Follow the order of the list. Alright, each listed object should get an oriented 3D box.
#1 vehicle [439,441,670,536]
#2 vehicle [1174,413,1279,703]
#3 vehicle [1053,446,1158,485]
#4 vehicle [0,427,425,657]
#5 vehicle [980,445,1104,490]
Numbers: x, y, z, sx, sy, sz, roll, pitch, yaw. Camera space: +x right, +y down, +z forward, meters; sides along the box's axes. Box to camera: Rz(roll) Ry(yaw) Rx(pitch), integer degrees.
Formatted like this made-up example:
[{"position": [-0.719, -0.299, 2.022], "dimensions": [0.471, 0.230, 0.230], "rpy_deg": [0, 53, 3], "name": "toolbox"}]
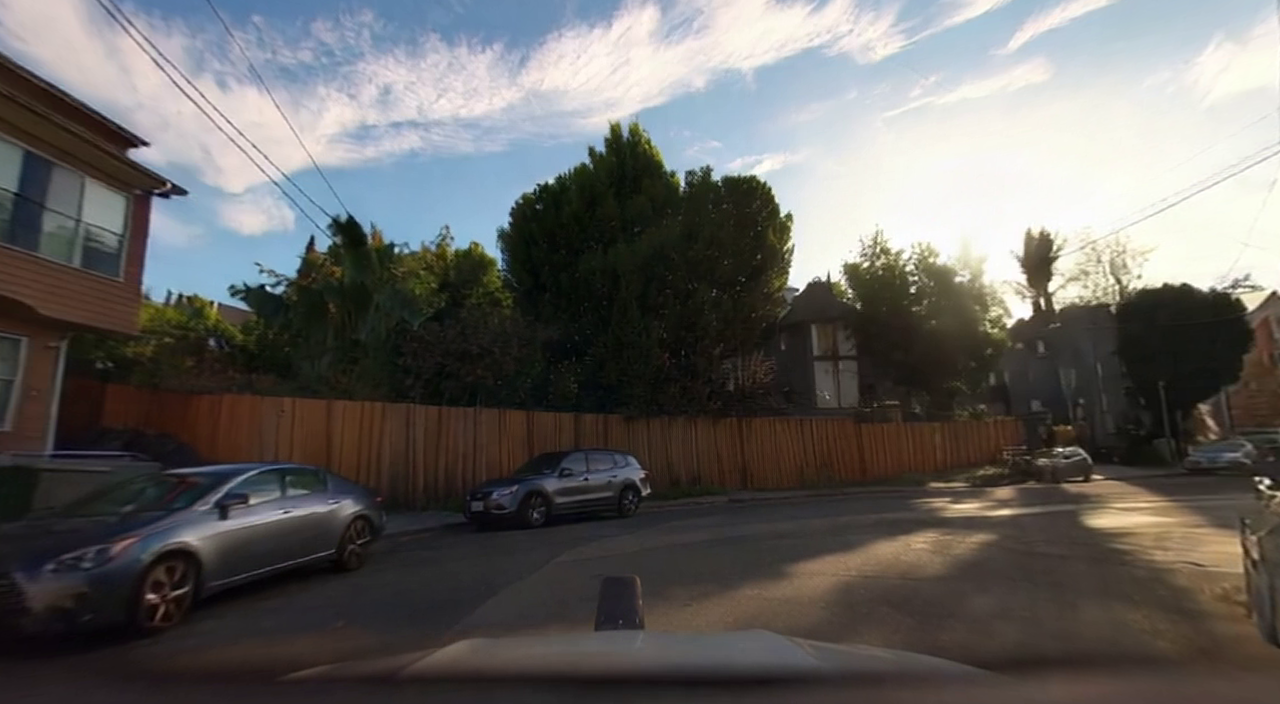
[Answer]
[{"position": [-1.563, 2.595, 12.725], "dimensions": [2.082, 1.547, 4.217], "rpy_deg": [-8, -12, 43], "name": "vehicle"}, {"position": [4.685, 1.139, 3.544], "dimensions": [2.054, 1.509, 4.671], "rpy_deg": [-6, -10, 35], "name": "vehicle"}, {"position": [19.331, 4.635, 26.178], "dimensions": [4.402, 1.471, 1.803], "rpy_deg": [5, -10, -30], "name": "vehicle"}, {"position": [-4.412, 1.743, 6.647], "dimensions": [1.943, 1.475, 4.701], "rpy_deg": [-5, -11, 11], "name": "vehicle"}, {"position": [15.067, 4.252, 23.640], "dimensions": [4.731, 1.478, 1.930], "rpy_deg": [5, -10, -31], "name": "vehicle"}]
